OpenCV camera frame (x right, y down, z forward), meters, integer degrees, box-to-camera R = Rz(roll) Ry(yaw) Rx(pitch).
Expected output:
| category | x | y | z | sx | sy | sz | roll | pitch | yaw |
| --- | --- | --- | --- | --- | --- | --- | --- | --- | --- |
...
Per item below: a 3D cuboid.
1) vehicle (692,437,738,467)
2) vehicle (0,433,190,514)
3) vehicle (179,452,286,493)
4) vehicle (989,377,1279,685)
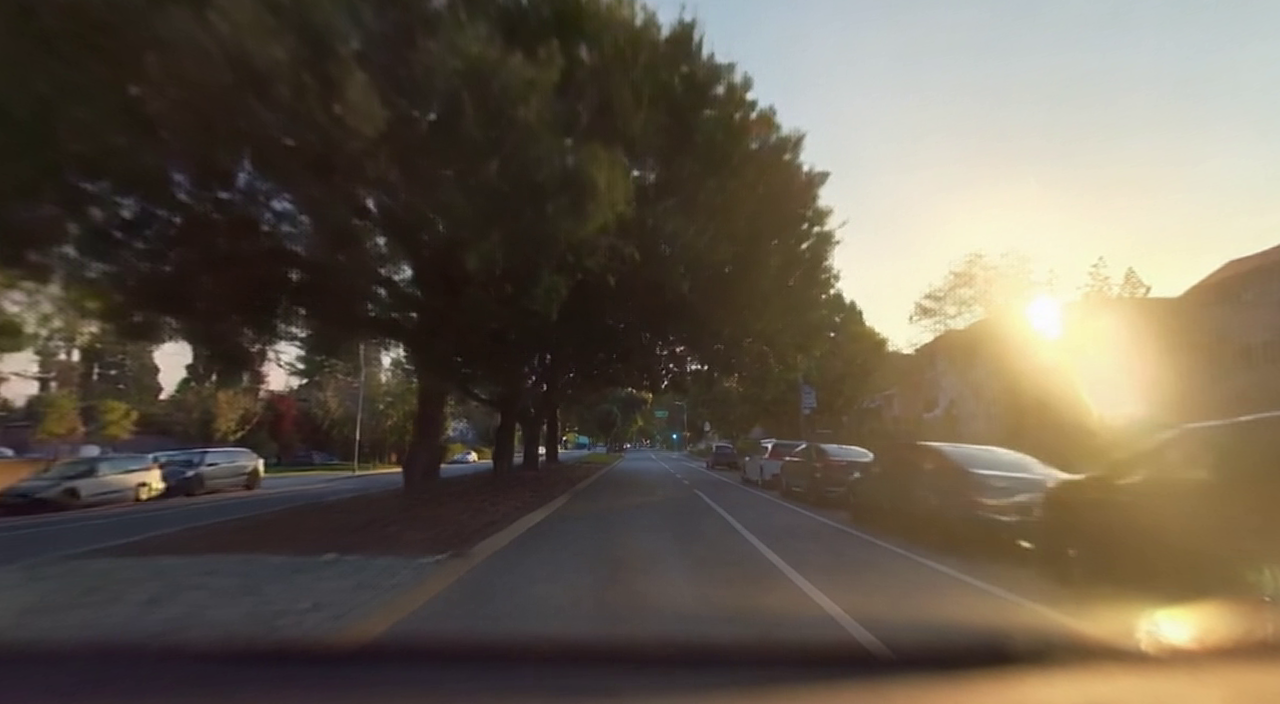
| category | x | y | z | sx | sy | sz | roll | pitch | yaw |
| --- | --- | --- | --- | --- | --- | --- | --- | --- | --- |
| vehicle | 4.548 | 6.168 | 39.043 | 2.154 | 1.718 | 4.980 | 0 | -8 | -1 |
| vehicle | -17.750 | 3.799 | 20.410 | 2.360 | 2.225 | 5.385 | 0 | -8 | 0 |
| vehicle | -17.696 | 5.210 | 27.709 | 1.871 | 1.596 | 4.114 | 0 | -8 | 2 |
| vehicle | 4.506 | 1.075 | 4.043 | 1.889 | 1.697 | 4.557 | 0 | -8 | 0 |
